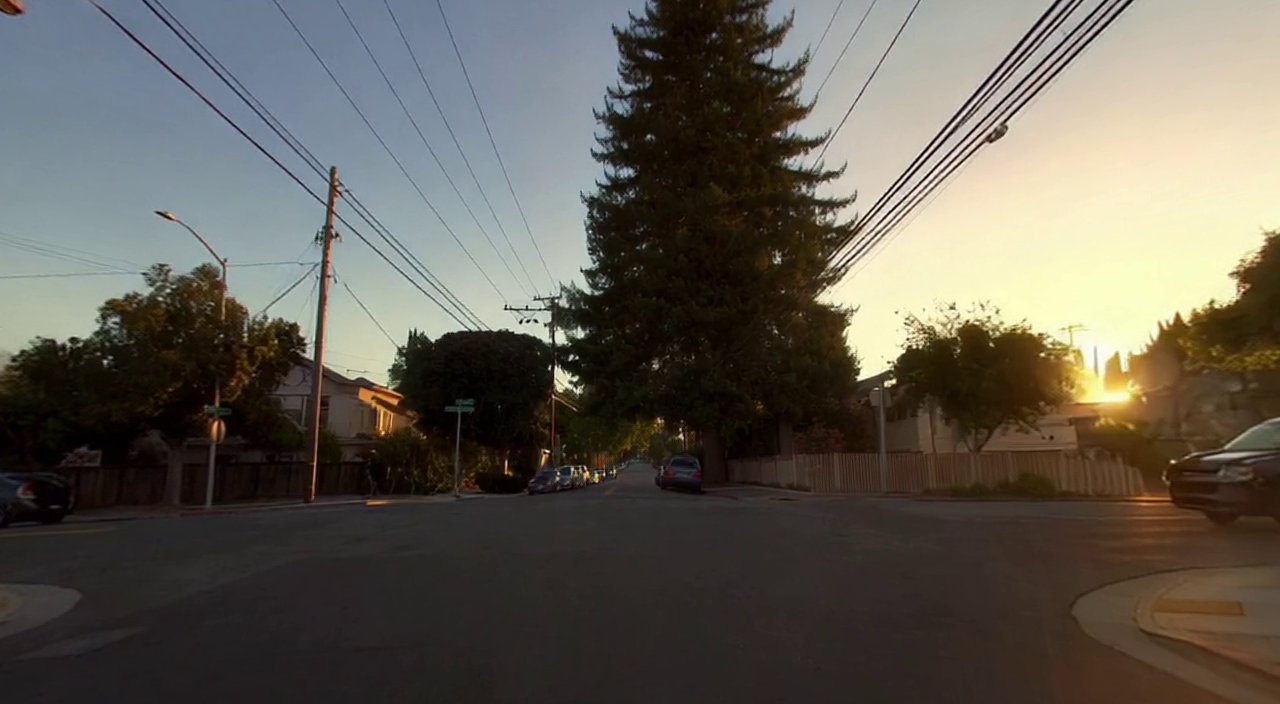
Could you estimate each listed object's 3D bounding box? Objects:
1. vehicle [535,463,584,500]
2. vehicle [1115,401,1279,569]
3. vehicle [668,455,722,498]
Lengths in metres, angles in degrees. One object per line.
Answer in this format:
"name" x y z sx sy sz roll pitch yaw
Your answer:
"vehicle" -4.299 7.014 34.513 2.189 1.771 4.571 0 -9 -1
"vehicle" 9.720 1.693 8.488 4.677 1.949 2.334 -1 -8 3
"vehicle" 2.598 6.028 31.007 2.051 1.874 4.459 0 -8 -2
